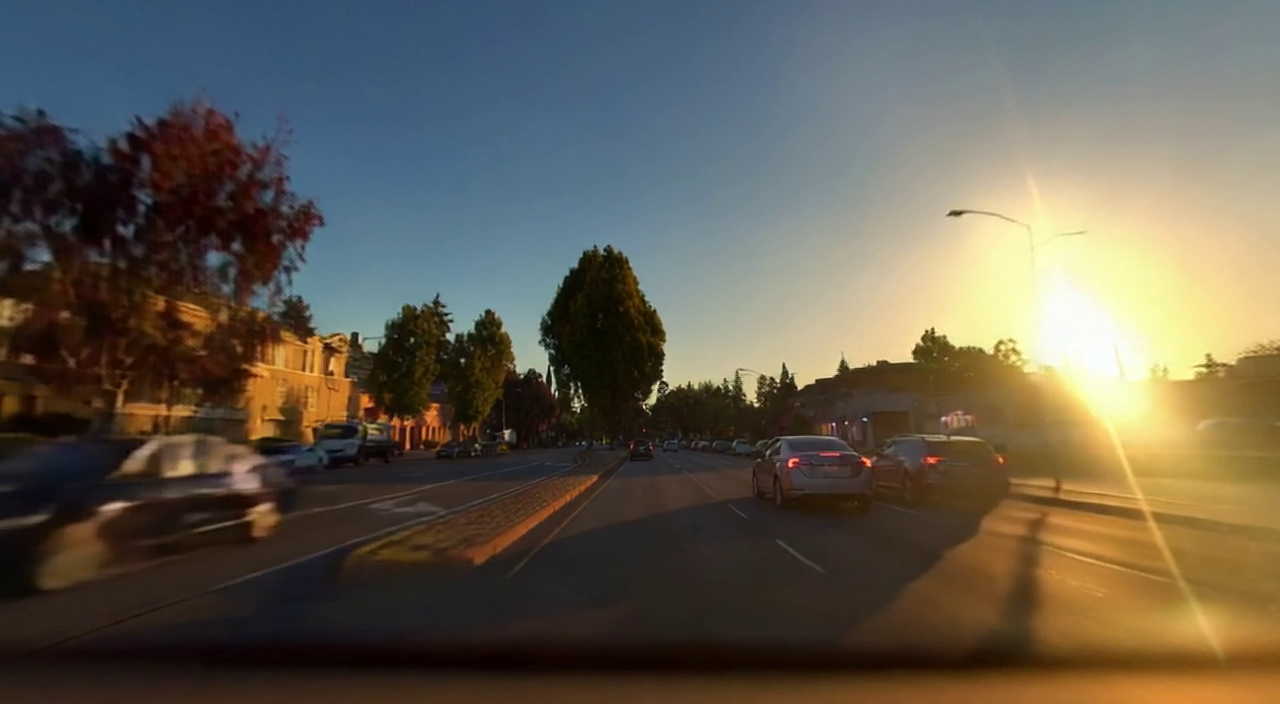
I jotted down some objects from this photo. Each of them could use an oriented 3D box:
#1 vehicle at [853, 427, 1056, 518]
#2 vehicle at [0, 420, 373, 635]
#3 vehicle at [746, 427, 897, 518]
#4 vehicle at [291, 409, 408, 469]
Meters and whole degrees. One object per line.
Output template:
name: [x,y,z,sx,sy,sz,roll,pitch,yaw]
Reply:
vehicle: [6.914,2.684,14.650,2.134,1.738,4.833,0,-8,-1]
vehicle: [-4.792,1.512,6.546,2.084,1.415,4.580,0,-8,-1]
vehicle: [3.688,2.524,13.652,2.072,1.669,3.836,0,-8,0]
vehicle: [-18.559,5.750,41.293,2.935,3.431,9.380,-1,-9,2]
